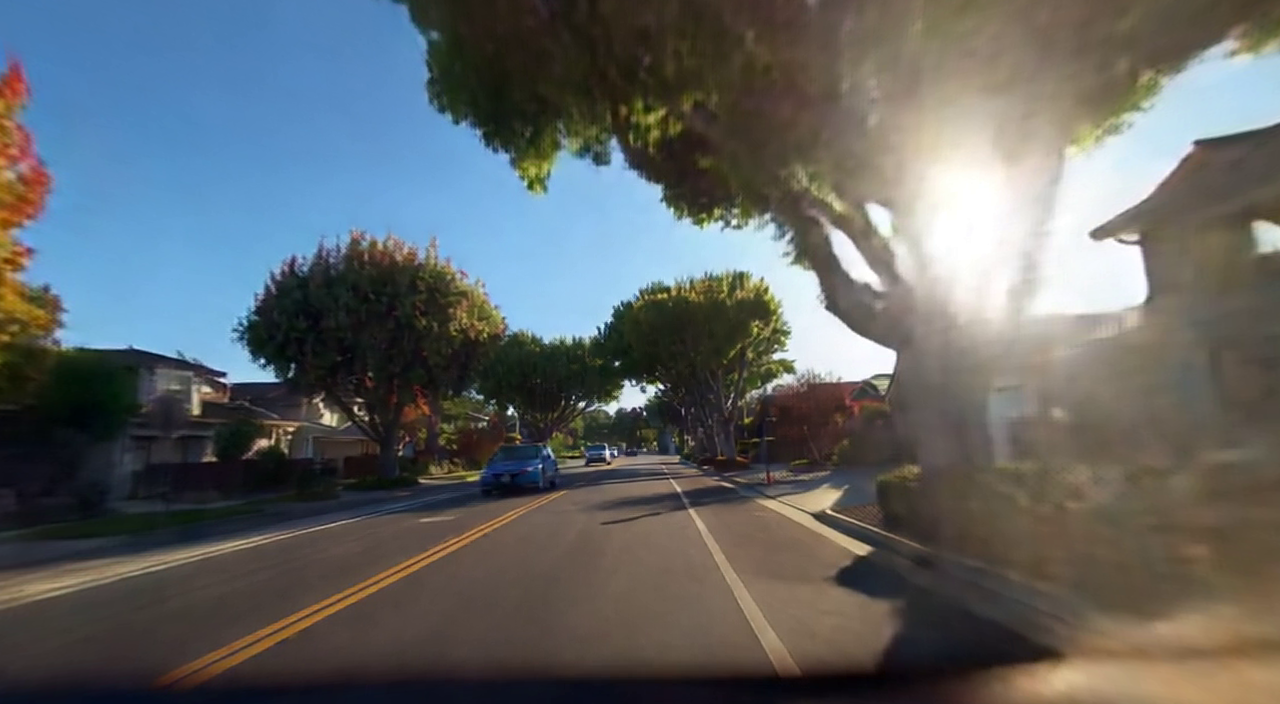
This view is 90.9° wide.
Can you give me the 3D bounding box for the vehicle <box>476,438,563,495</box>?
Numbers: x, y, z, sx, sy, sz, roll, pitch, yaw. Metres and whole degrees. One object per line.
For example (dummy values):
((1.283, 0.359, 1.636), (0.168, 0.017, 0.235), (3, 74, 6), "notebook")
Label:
((-4.066, 3.934, 22.140), (2.041, 1.780, 4.618), (0, -8, 1), "vehicle")
